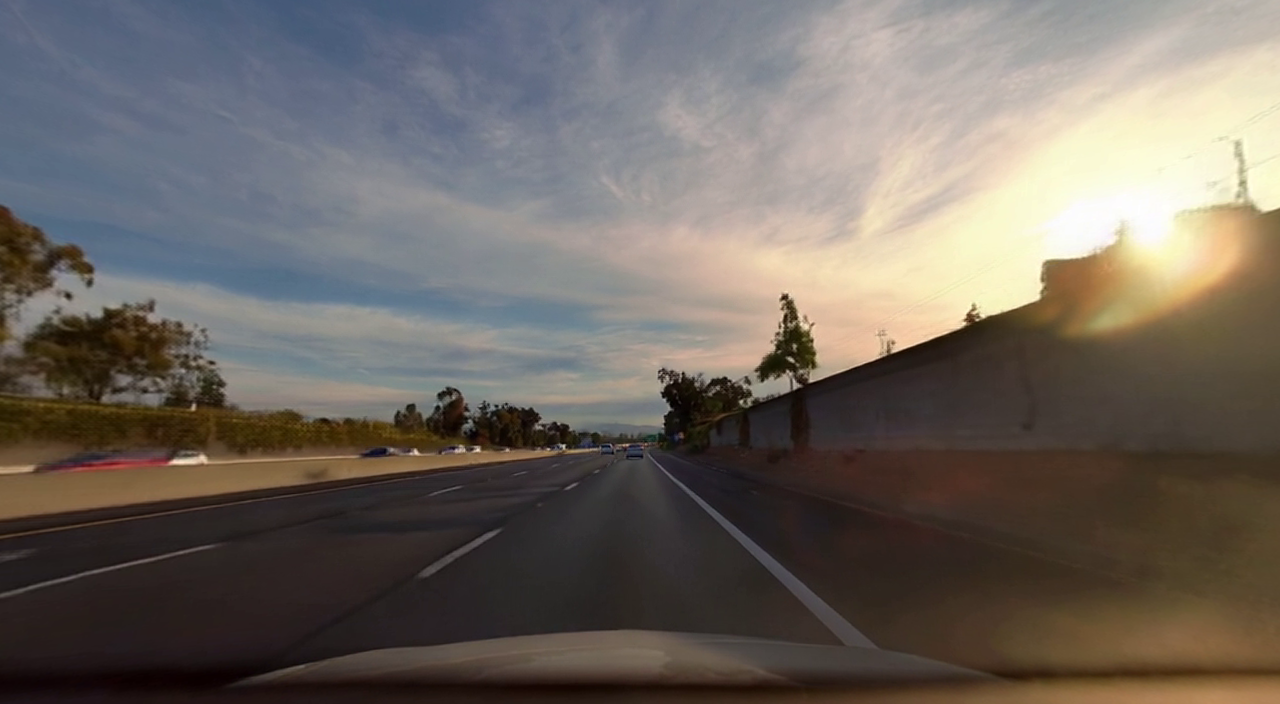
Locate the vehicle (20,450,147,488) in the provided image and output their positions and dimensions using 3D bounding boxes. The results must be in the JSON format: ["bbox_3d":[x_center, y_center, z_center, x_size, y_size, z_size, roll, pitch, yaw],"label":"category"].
[{"bbox_3d":[-26.195,5.485,29.907,1.899,1.662,4.476,0,-9,0],"label":"vehicle"}]

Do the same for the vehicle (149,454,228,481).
[{"bbox_3d":[-29.719,7.601,41.643,1.880,1.586,4.471,0,-9,0],"label":"vehicle"}]
